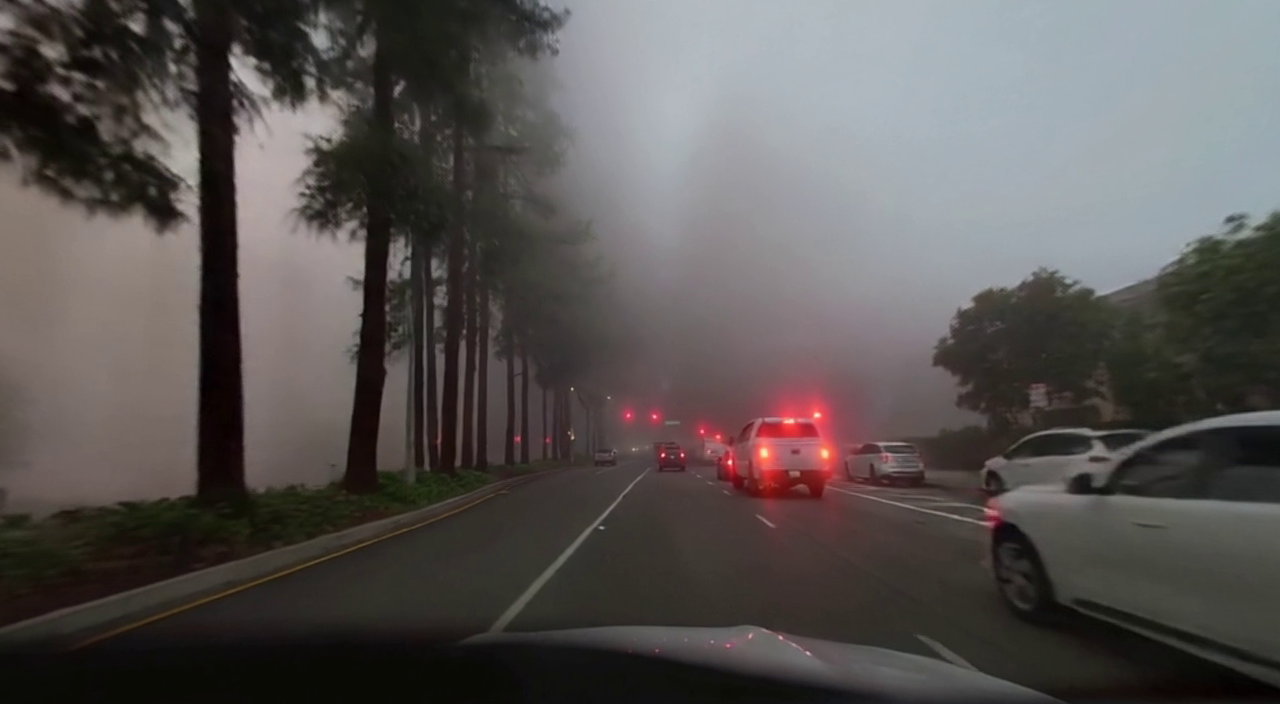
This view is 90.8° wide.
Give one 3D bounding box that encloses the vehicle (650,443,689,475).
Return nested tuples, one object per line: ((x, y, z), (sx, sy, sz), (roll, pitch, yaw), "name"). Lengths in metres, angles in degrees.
((1.647, 6.022, 35.690), (2.052, 1.693, 4.554), (0, -9, 2), "vehicle")

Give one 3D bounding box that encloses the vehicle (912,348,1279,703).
((3.468, 0.989, 3.322), (2.041, 1.688, 4.717), (0, -9, 1), "vehicle")

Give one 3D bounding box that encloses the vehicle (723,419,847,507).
((3.910, 3.169, 18.394), (2.268, 2.090, 6.113), (0, -9, 1), "vehicle")

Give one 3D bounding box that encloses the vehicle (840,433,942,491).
((8.891, 3.938, 22.862), (1.992, 1.840, 4.646), (0, -9, 3), "vehicle")
